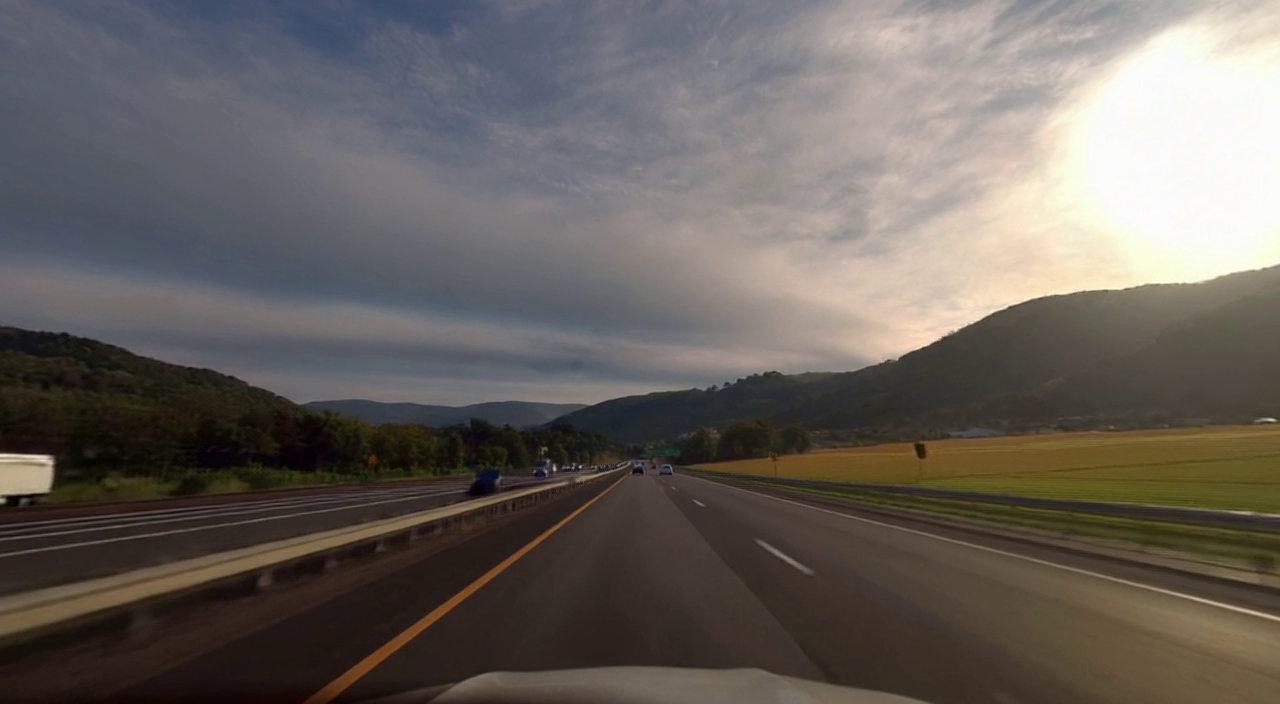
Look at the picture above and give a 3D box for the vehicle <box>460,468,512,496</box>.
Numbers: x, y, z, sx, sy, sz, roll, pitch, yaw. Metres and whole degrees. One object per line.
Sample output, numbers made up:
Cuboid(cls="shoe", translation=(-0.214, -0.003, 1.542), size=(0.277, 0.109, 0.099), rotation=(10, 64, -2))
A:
Cuboid(cls="vehicle", translation=(-8.816, 7.441, 36.244), size=(1.902, 1.477, 4.113), rotation=(1, -10, 0))
